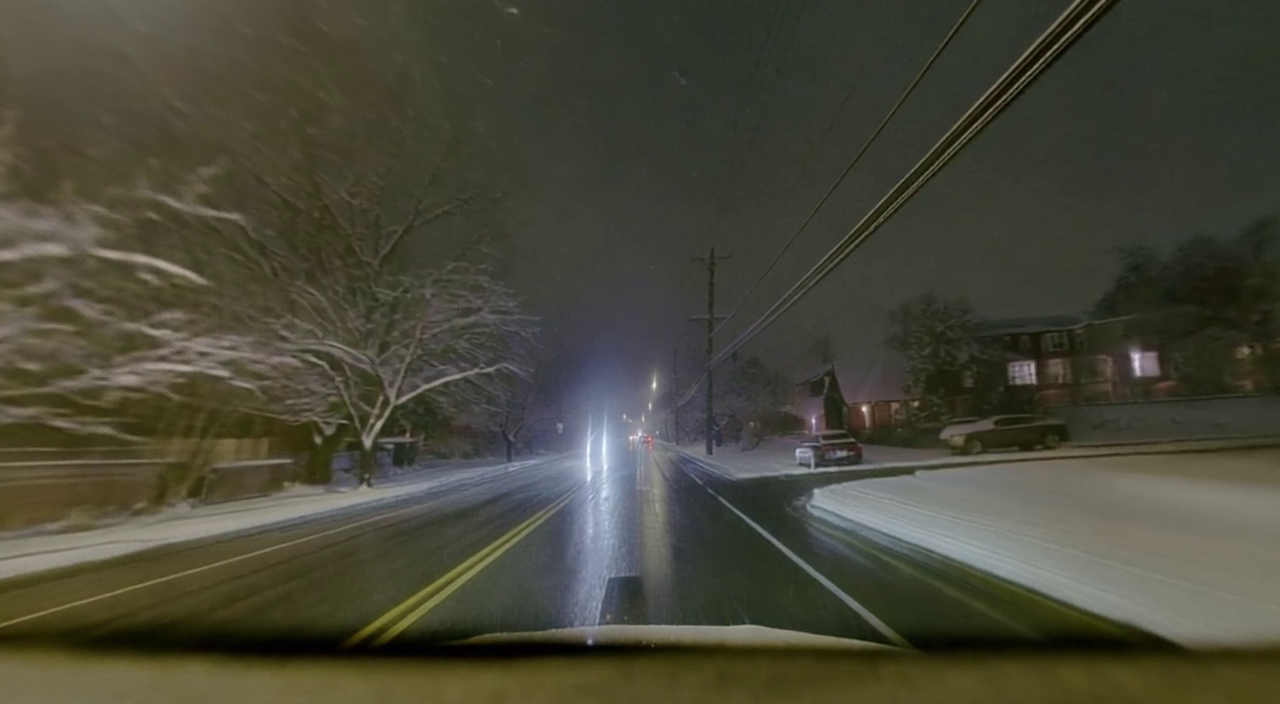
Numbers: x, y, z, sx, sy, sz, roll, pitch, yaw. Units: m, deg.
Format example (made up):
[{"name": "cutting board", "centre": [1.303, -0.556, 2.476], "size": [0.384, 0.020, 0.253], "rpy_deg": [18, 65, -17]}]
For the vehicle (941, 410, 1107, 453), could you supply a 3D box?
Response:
[{"name": "vehicle", "centre": [14.316, 3.026, 23.790], "size": [4.848, 1.509, 1.976], "rpy_deg": [-1, -8, 8]}]

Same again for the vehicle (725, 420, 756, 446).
[{"name": "vehicle", "centre": [7.884, 6.383, 49.571], "size": [1.878, 1.743, 4.556], "rpy_deg": [-7, -8, 4]}]

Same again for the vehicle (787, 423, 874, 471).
[{"name": "vehicle", "centre": [7.163, 3.633, 24.241], "size": [2.071, 1.510, 4.418], "rpy_deg": [-5, -8, 3]}]
